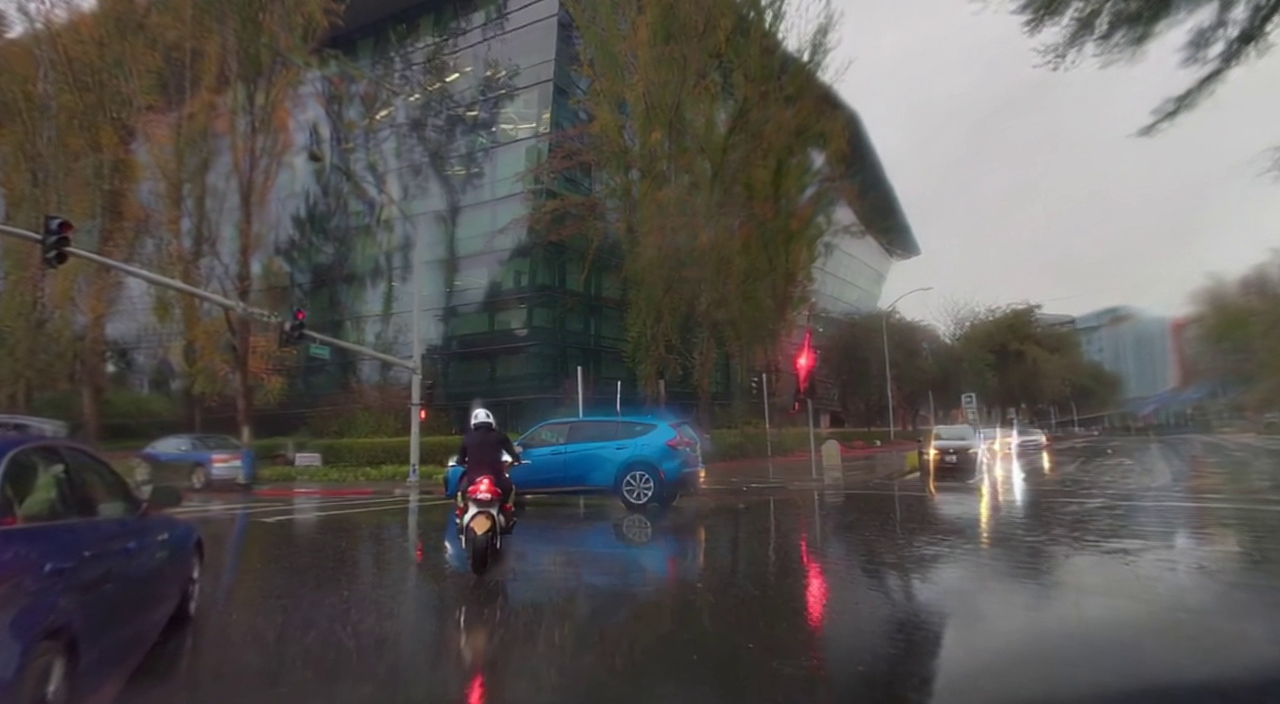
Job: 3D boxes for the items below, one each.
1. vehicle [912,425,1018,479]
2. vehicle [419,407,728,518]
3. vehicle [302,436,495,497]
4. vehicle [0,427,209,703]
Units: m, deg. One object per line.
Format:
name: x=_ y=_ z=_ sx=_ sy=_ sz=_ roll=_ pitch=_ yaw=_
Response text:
vehicle: x=11.430 y=3.455 z=22.023 sx=2.084 sy=1.656 sz=4.583 roll=-8 pitch=-11 yaw=41
vehicle: x=-1.369 y=2.216 z=13.152 sx=5.833 sy=1.960 sz=2.341 roll=2 pitch=-9 yaw=-13
vehicle: x=-6.336 y=3.033 z=16.858 sx=4.401 sy=1.480 sz=1.864 roll=-1 pitch=-8 yaw=5
vehicle: x=-4.670 y=1.331 z=4.634 sx=2.009 sy=1.450 sz=4.182 roll=6 pitch=-11 yaw=-39
